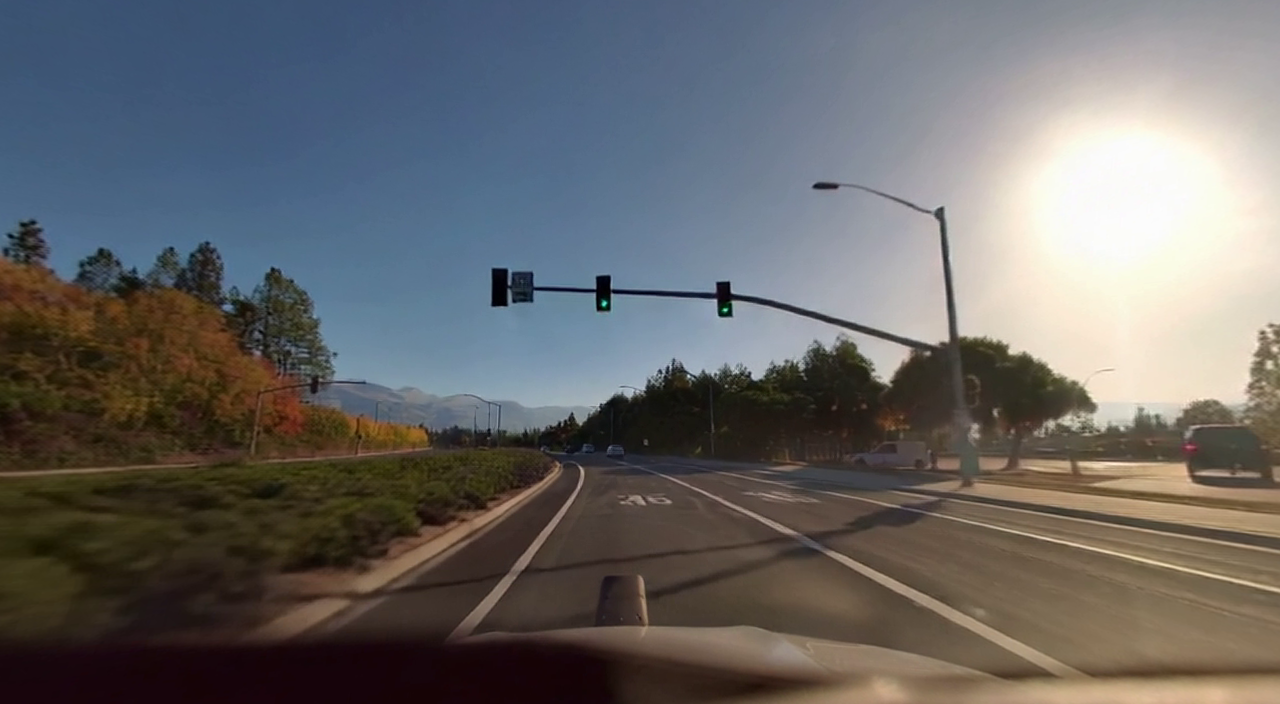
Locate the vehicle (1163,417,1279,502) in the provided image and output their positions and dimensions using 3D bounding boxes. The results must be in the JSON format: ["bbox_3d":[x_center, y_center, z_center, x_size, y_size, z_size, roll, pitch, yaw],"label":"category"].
[{"bbox_3d":[23.821,4.228,25.206,2.236,2.968,6.014,-3,-9,18],"label":"vehicle"}]

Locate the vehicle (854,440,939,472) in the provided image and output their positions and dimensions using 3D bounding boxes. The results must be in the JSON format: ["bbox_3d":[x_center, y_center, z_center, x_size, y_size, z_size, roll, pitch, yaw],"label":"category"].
[{"bbox_3d":[15.683,6.365,38.741,4.457,1.724,1.871,3,-9,-2],"label":"vehicle"}]
